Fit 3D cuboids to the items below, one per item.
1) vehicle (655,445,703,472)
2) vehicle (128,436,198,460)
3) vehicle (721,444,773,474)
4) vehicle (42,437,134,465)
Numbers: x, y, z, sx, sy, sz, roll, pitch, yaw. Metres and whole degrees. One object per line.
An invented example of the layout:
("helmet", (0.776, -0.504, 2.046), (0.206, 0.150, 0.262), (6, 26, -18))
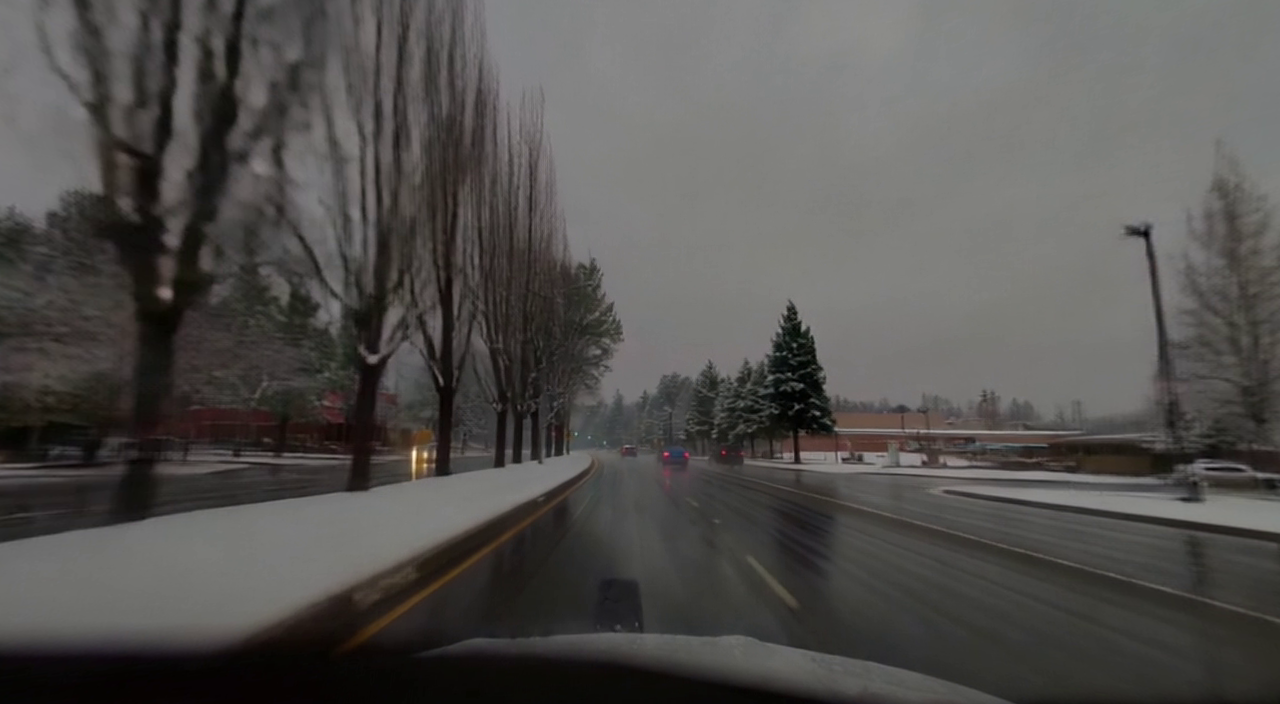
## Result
("vehicle", (2.152, 6.044, 35.967), (2.256, 1.451, 4.313), (1, -9, -3))
("vehicle", (-35.641, 7.196, 47.203), (1.913, 1.702, 4.873), (1, -9, -8))
("vehicle", (5.755, 5.825, 34.467), (1.886, 1.528, 4.169), (1, -9, -3))
("vehicle", (-30.956, 5.554, 35.446), (1.752, 1.458, 3.987), (1, -9, -5))
